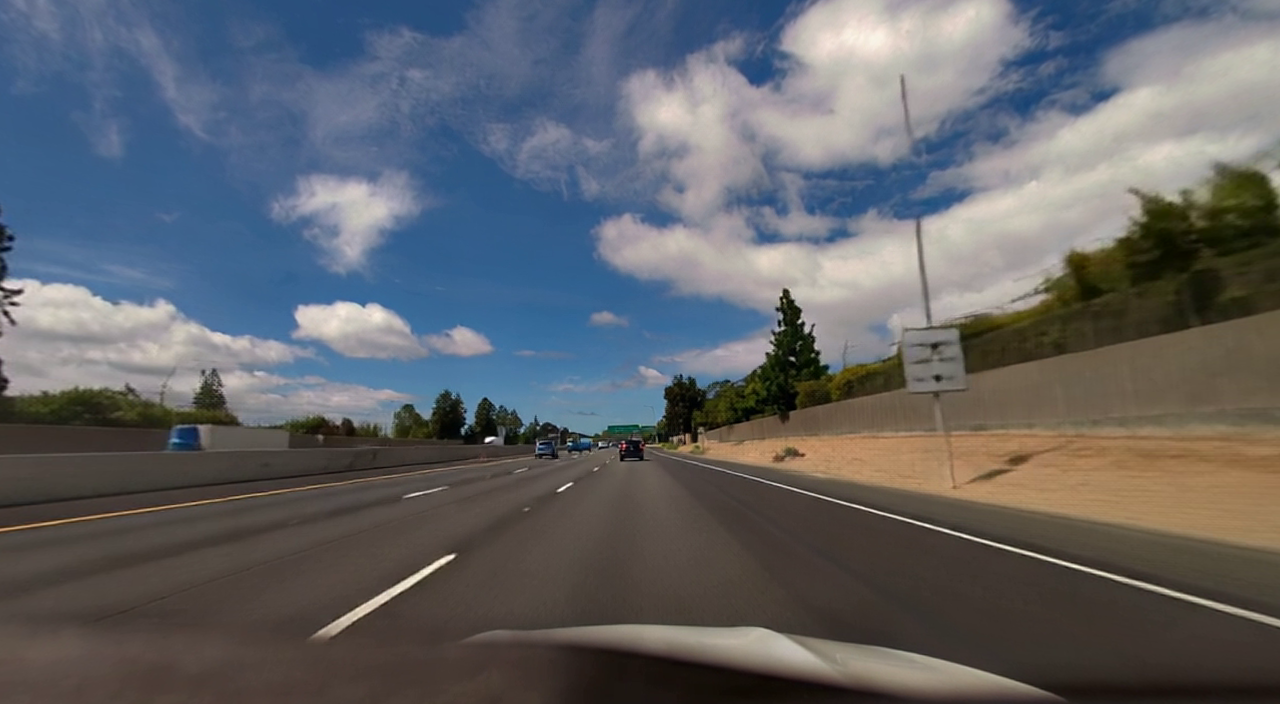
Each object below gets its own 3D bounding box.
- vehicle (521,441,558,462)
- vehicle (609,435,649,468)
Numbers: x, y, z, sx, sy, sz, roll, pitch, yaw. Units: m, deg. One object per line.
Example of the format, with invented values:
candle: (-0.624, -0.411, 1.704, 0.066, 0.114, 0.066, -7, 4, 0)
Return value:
vehicle: (-7.544, 7.543, 47.854, 2.019, 1.523, 4.396, 0, -9, 1)
vehicle: (-0.562, 5.534, 35.141, 2.141, 1.706, 4.065, 0, -9, 0)
